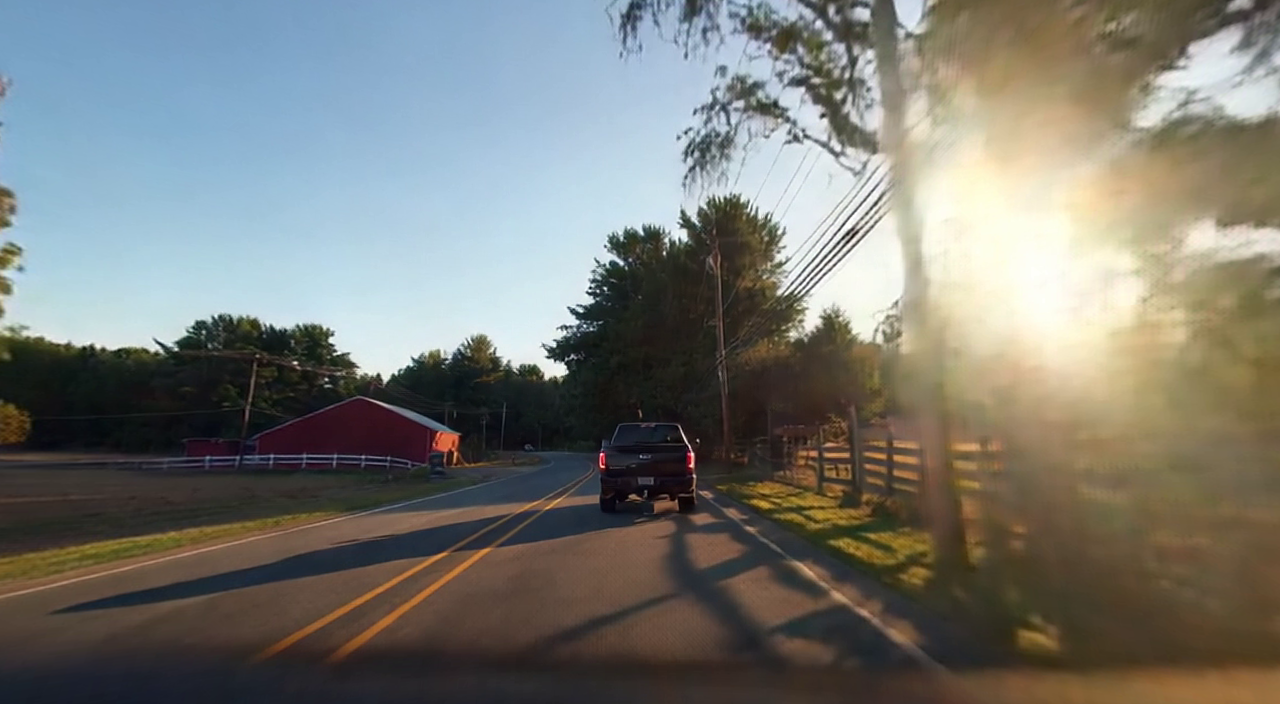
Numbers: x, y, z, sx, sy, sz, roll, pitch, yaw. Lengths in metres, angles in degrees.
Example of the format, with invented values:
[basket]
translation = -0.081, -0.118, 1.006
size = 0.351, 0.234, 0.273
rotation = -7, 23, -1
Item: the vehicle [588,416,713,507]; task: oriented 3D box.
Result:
[vehicle]
translation = 0.130, 2.843, 16.909
size = 2.693, 1.941, 6.356
rotation = 0, -9, -2
